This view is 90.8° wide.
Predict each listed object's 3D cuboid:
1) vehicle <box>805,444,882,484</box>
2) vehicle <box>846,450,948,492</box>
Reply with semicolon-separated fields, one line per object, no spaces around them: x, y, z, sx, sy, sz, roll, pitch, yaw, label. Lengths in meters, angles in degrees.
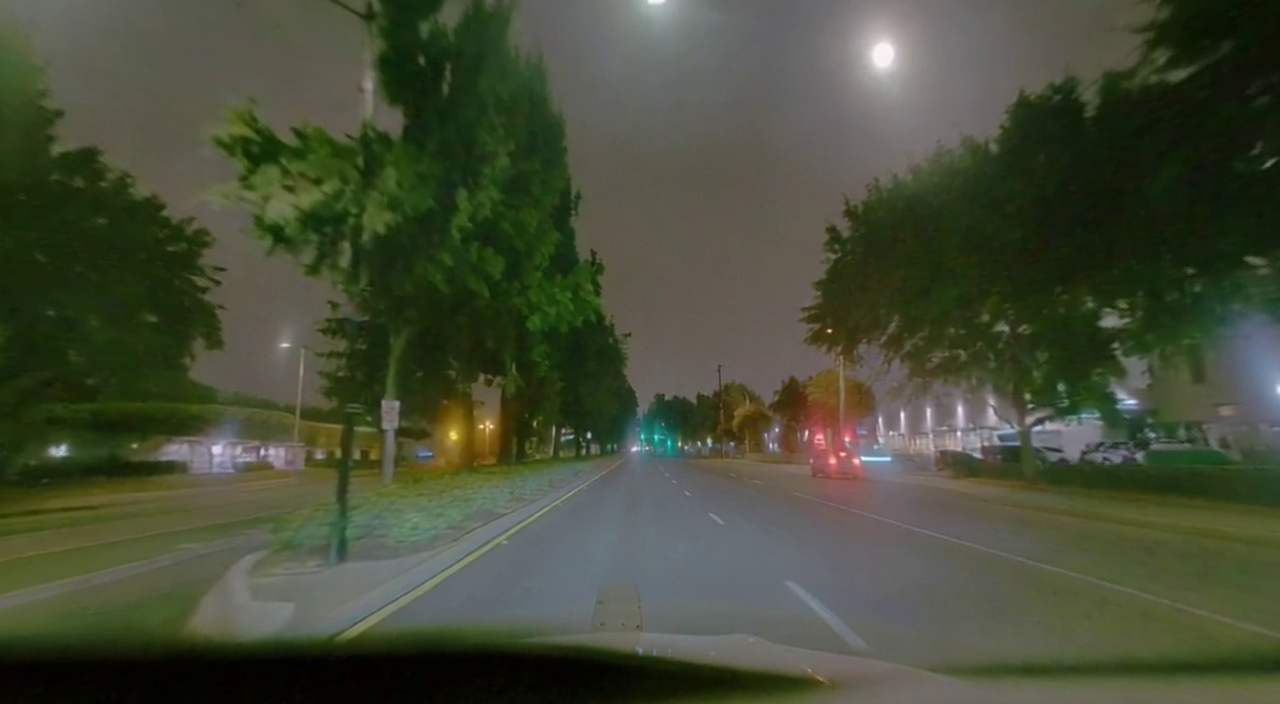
9.769;5.395;30.723;2.159;1.767;4.617;0;-9;0;vehicle
9.918;4.617;24.833;1.885;1.461;4.751;0;-9;-2;vehicle
